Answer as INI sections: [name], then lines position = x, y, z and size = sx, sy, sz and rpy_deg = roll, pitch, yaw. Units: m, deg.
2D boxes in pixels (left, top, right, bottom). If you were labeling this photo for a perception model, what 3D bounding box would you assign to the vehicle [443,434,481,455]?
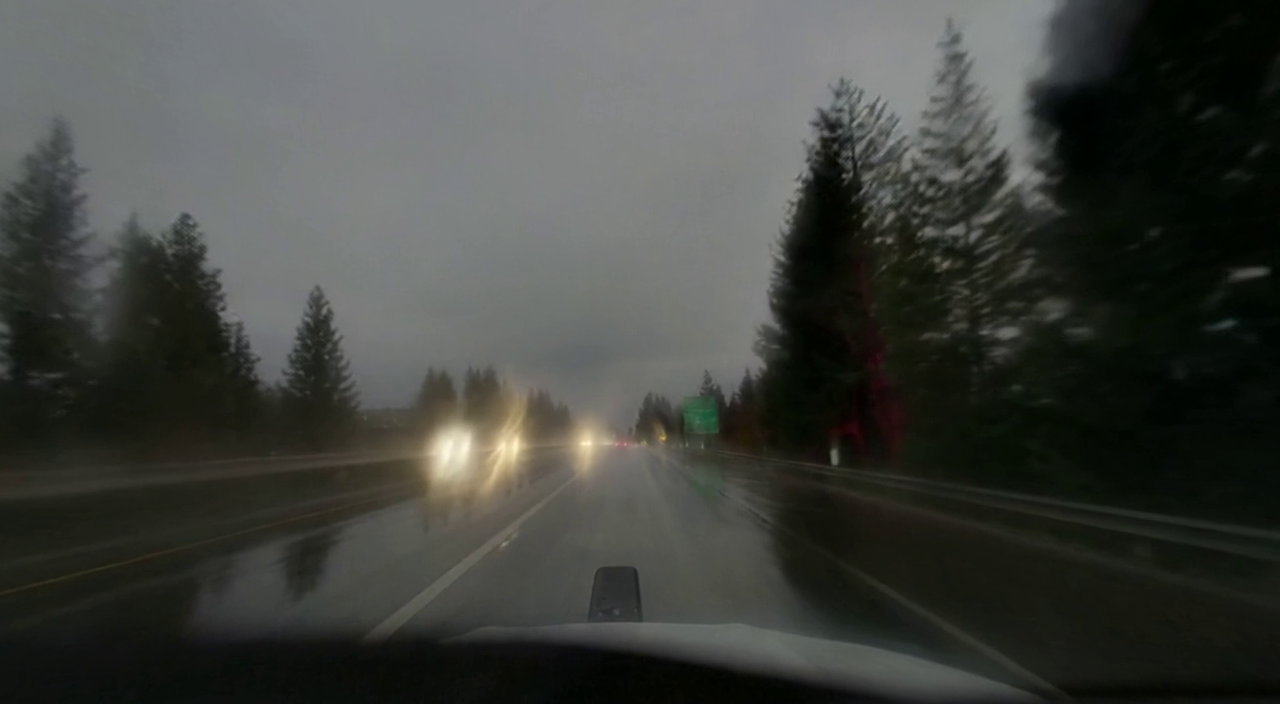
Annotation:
[vehicle]
position = -13.924, 7.221, 49.514
size = 1.837, 1.574, 4.094
rpy_deg = 0, -8, -1
